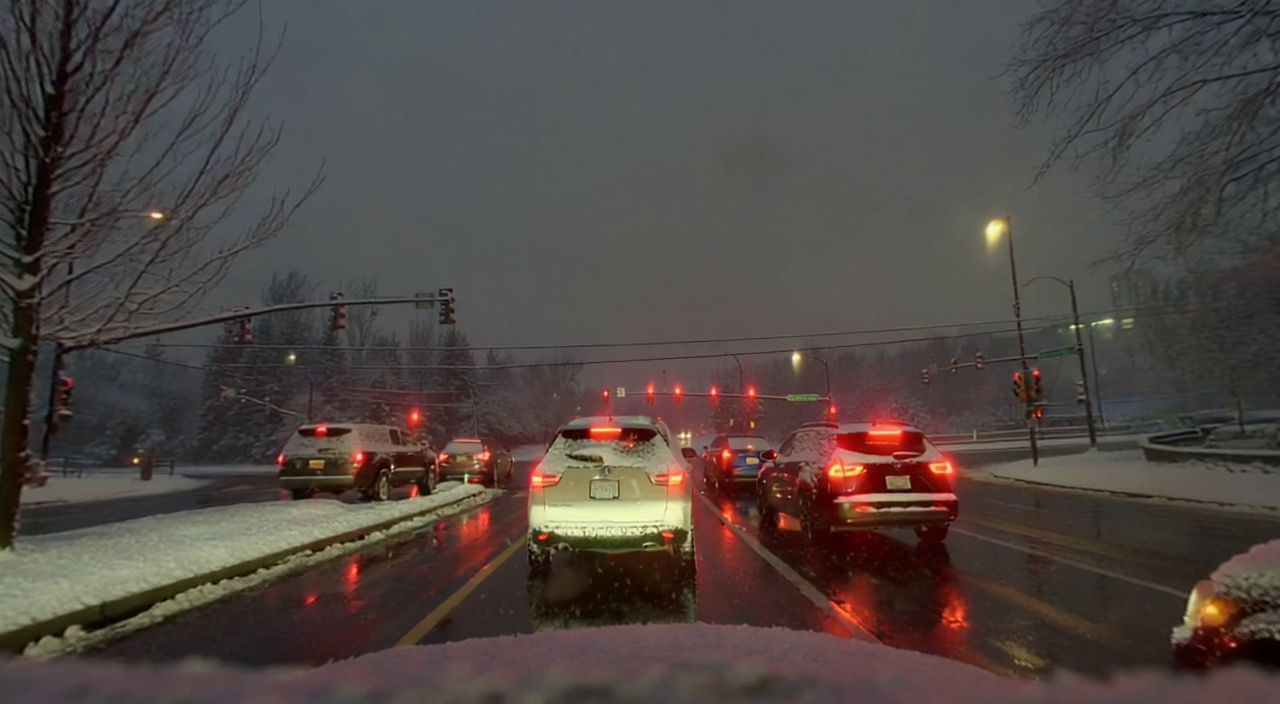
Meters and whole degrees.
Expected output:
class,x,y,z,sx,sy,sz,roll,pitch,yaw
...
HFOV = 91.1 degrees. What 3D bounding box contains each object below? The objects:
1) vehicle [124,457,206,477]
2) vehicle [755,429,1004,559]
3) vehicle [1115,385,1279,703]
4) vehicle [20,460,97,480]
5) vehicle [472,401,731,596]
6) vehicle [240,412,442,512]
class,x,y,z,sx,sy,sz,roll,pitch,yaw
vehicle,-37.331,9.036,49.435,4.914,1.487,1.850,0,-9,0
vehicle,3.159,1.969,9.485,1.971,1.473,4.495,0,-9,0
vehicle,3.309,0.667,0.819,1.980,1.515,4.362,0,-9,1
vehicle,-45.688,9.268,49.389,4.232,1.498,1.791,0,-9,1
vehicle,-0.316,1.587,7.594,2.256,1.694,4.055,0,-9,0
vehicle,-6.728,2.551,14.995,2.214,1.953,5.017,0,-9,1
